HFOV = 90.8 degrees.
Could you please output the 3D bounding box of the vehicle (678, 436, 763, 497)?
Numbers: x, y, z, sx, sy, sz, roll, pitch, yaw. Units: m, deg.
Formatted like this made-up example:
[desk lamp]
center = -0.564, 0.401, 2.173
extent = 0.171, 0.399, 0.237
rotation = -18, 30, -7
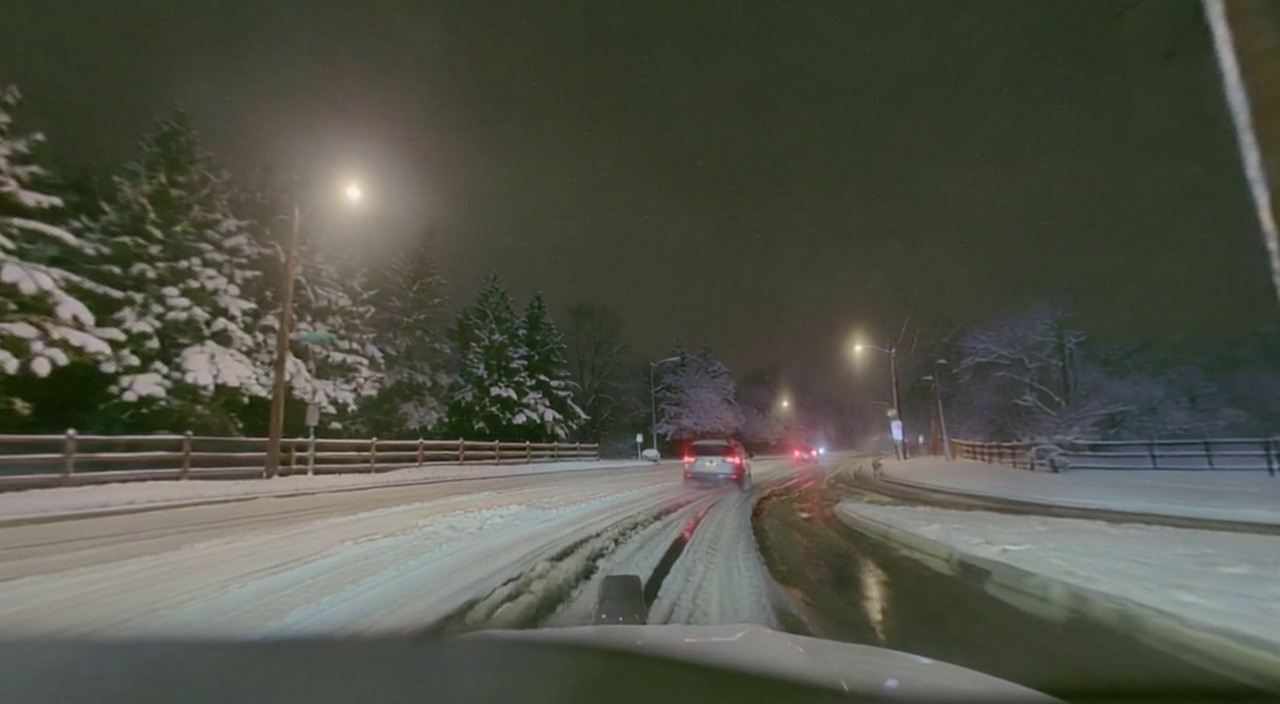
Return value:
[vehicle]
center = 2.888, 3.853, 21.720
extent = 2.230, 1.827, 4.580
rotation = -2, -9, 15
